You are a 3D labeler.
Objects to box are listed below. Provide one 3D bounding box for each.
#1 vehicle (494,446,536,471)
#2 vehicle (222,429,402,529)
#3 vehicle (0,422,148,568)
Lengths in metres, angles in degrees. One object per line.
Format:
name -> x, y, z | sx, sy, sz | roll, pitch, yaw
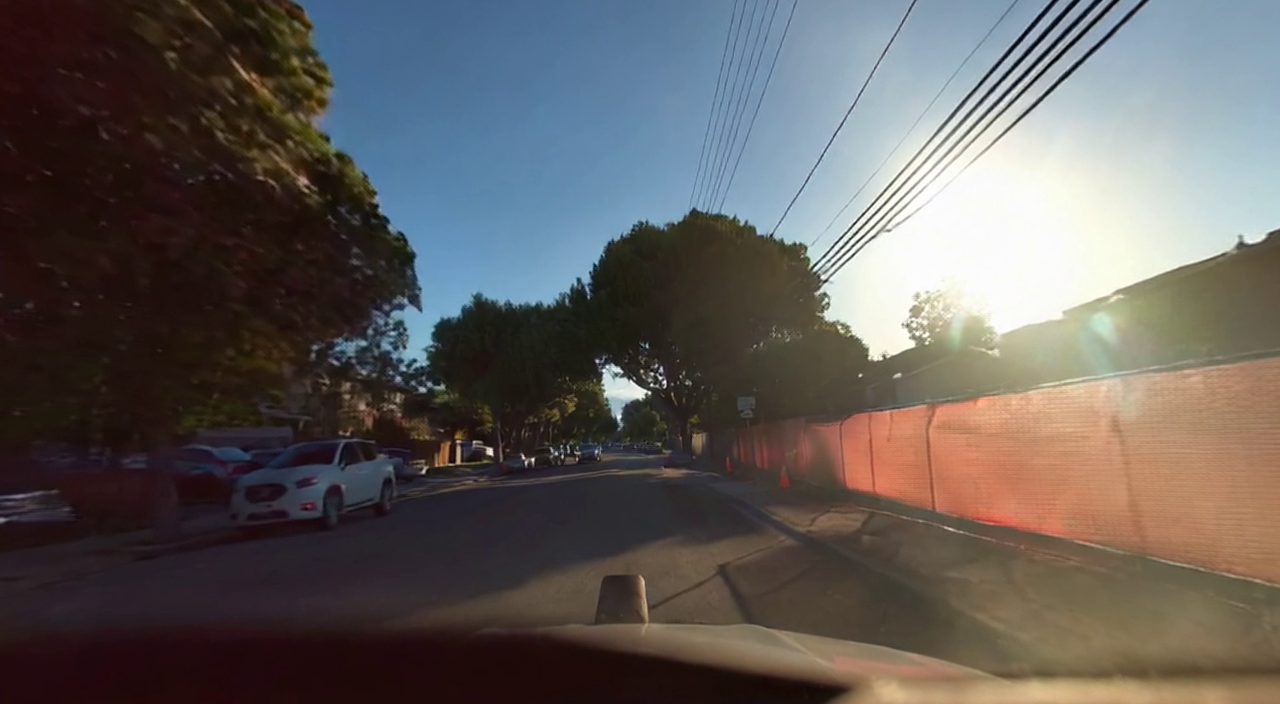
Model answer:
vehicle -> -8.271, 7.075, 42.238 | 2.041, 1.480, 4.474 | -2, -9, -2
vehicle -> -6.884, 2.698, 13.847 | 1.932, 1.743, 4.079 | -2, -9, -3
vehicle -> -10.506, 1.997, 9.188 | 4.872, 1.844, 2.095 | 0, -8, 0
